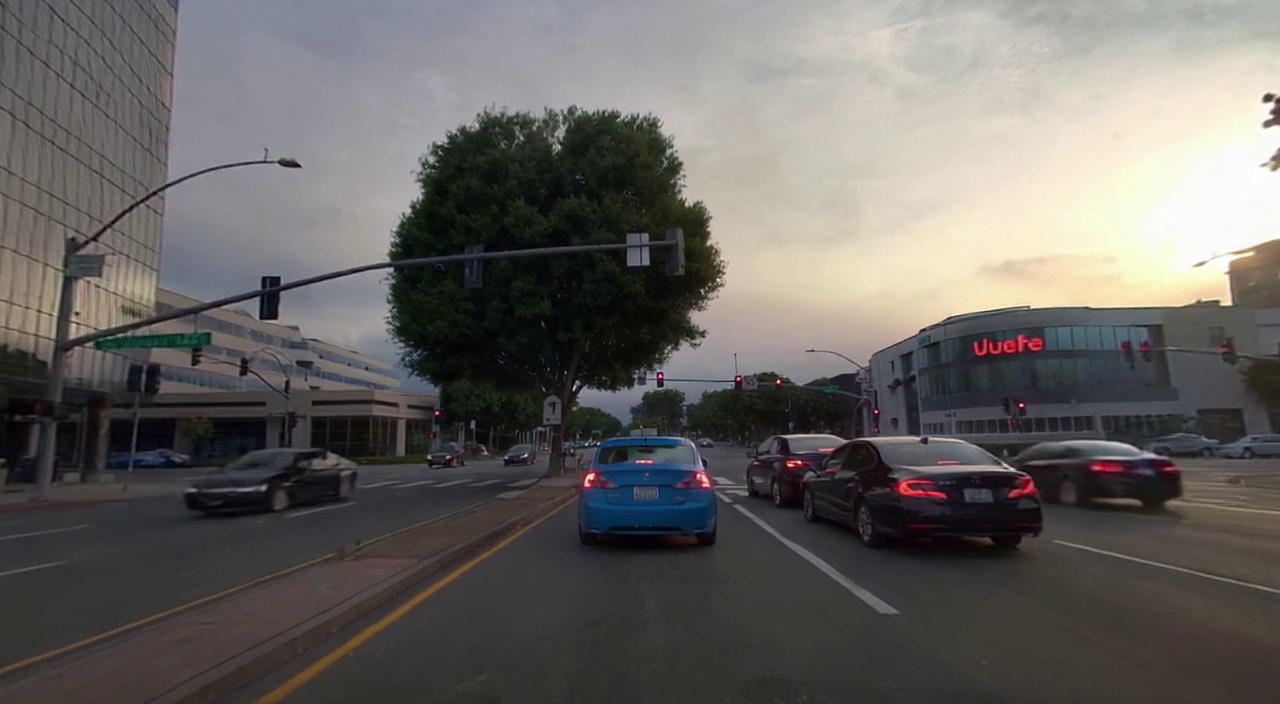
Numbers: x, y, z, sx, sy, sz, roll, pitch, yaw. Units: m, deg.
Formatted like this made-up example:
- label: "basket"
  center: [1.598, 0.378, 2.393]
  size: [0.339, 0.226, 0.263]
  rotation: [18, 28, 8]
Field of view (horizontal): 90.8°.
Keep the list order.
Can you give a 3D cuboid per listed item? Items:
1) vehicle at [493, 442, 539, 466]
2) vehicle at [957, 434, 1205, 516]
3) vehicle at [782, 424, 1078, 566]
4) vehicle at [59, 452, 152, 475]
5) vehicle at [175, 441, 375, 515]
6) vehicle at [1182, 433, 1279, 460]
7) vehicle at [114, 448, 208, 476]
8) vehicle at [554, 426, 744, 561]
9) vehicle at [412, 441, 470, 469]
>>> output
- label: "vehicle"
  center: [-8.277, 6.825, 42.448]
  size: [2.090, 1.475, 4.616]
  rotation: [0, -9, 1]
- label: "vehicle"
  center: [9.214, 2.585, 13.816]
  size: [2.086, 1.483, 4.408]
  rotation: [0, -9, -3]
- label: "vehicle"
  center: [3.595, 1.869, 9.028]
  size: [2.018, 1.491, 4.544]
  rotation: [0, -9, -1]
- label: "vehicle"
  center: [-36.390, 7.592, 43.138]
  size: [4.423, 1.470, 1.877]
  rotation: [1, -9, -7]
- label: "vehicle"
  center: [-8.470, 2.942, 15.307]
  size: [2.004, 1.476, 4.671]
  rotation: [0, -9, 1]
- label: "vehicle"
  center: [35.175, 5.596, 37.472]
  size: [4.190, 1.535, 1.998]
  rotation: [0, -9, -1]
- label: "vehicle"
  center: [-26.705, 6.138, 35.311]
  size: [3.657, 1.528, 1.783]
  rotation: [1, -9, -4]
- label: "vehicle"
  center: [0.074, 1.870, 9.026]
  size: [2.087, 1.468, 4.014]
  rotation: [0, -9, -1]
- label: "vehicle"
  center: [-12.594, 6.555, 40.324]
  size: [2.166, 1.659, 4.654]
  rotation: [0, -9, 1]
